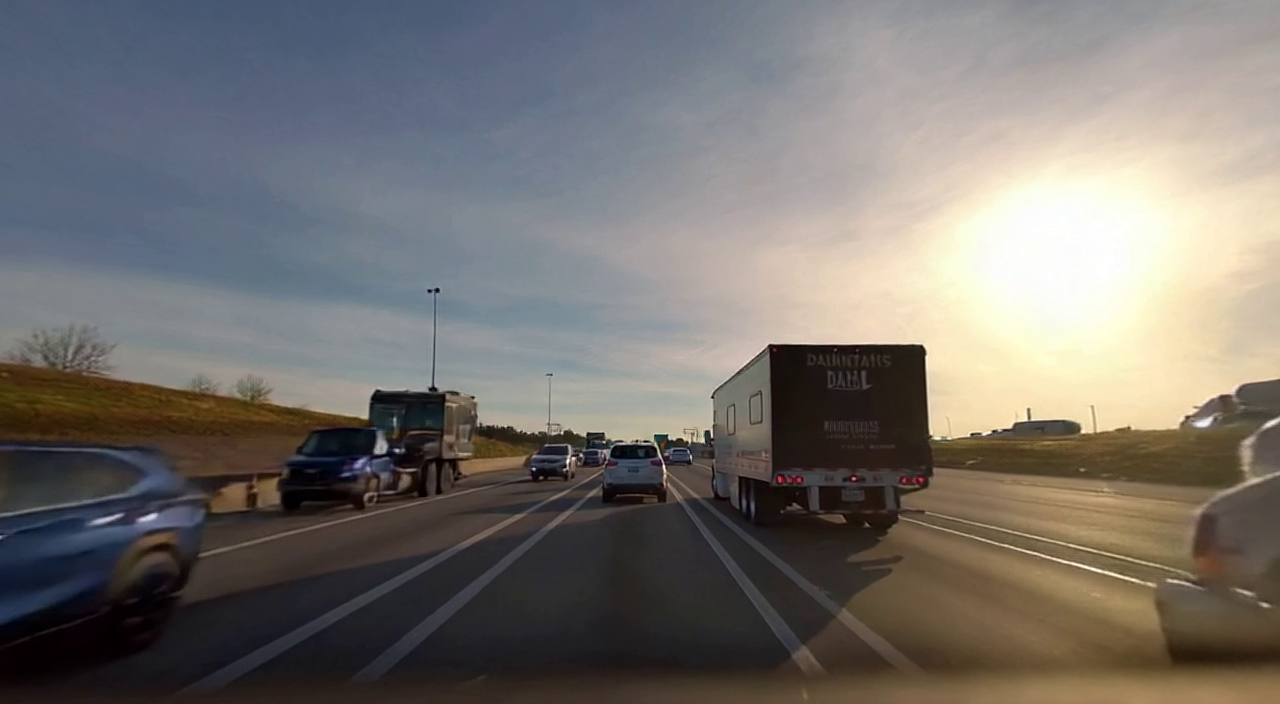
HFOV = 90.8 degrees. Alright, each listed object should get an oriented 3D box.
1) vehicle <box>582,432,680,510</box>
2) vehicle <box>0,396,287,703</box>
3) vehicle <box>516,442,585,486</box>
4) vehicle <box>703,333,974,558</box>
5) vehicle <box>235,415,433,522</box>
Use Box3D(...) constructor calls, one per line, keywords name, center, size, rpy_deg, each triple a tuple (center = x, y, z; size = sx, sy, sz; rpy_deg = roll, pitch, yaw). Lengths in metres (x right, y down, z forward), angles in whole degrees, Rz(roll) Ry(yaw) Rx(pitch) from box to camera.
Box3D(name="vehicle", center=(-0.186, 2.998, 16.260), size=(2.201, 1.719, 4.058), rpy_deg=(0, -9, 0))
Box3D(name="vehicle", center=(-4.096, 1.005, 3.001), size=(2.023, 1.576, 4.784), rpy_deg=(0, -9, 1))
Box3D(name="vehicle", center=(-3.619, 4.626, 26.437), size=(2.098, 1.659, 4.432), rpy_deg=(0, -9, 2))
Box3D(name="vehicle", center=(2.952, 1.749, 11.949), size=(2.533, 2.942, 7.280), rpy_deg=(0, -9, -2))
Box3D(name="vehicle", center=(-6.888, 2.684, 15.017), size=(2.155, 2.087, 4.882), rpy_deg=(0, -9, 1))
